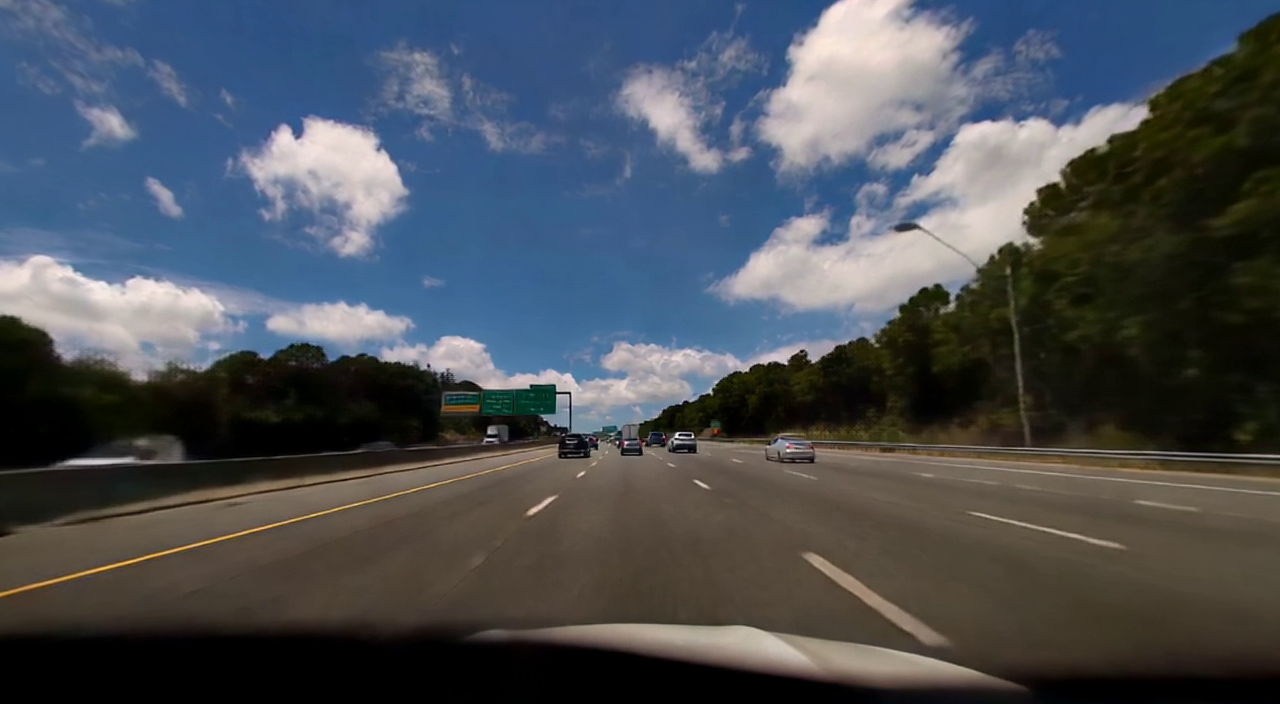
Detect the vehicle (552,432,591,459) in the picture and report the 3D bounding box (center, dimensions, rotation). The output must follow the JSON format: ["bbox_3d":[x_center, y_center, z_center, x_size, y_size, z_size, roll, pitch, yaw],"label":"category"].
[{"bbox_3d":[-4.343,5.962,40.440,2.119,1.629,3.946,0,-8,-2],"label":"vehicle"}]

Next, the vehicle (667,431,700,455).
[{"bbox_3d":[3.181,6.742,46.781,2.066,1.673,4.225,0,-8,-2],"label":"vehicle"}]
